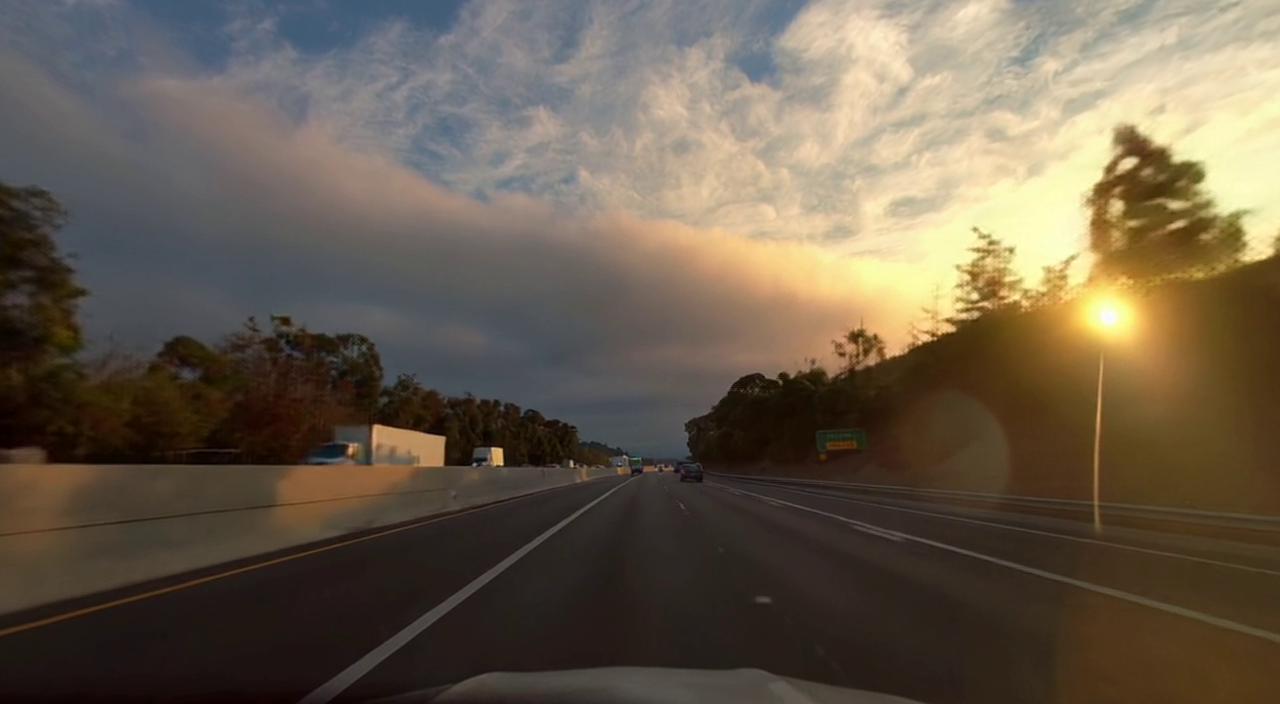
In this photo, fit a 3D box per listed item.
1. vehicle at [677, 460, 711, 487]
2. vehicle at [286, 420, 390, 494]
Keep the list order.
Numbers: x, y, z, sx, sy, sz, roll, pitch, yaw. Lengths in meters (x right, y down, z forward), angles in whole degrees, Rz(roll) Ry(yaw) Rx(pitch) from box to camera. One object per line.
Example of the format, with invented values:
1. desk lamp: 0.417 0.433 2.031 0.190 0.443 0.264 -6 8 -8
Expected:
1. vehicle: 4.027 9.232 47.983 2.093 1.933 4.623 1 -10 -1
2. vehicle: -17.769 6.270 37.622 3.019 3.988 5.836 1 -10 1
